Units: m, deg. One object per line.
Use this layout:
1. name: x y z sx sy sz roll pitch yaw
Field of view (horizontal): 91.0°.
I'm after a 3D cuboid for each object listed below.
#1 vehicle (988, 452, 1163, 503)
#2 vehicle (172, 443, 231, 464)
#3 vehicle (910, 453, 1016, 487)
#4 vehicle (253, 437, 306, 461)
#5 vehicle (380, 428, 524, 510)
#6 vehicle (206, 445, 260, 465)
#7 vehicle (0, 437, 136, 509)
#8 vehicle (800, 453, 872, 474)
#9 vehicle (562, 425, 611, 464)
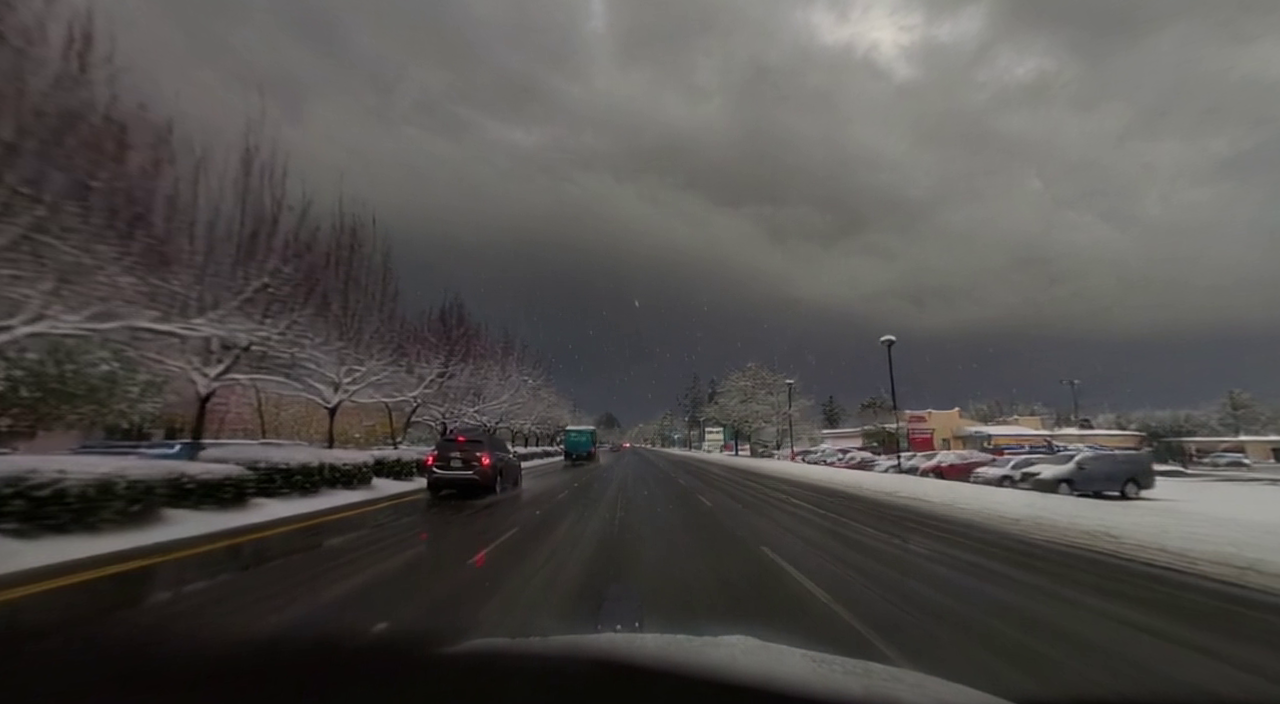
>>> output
1. vehicle: 16.718 4.823 24.415 5.041 1.803 2.182 -1 -9 2
2. vehicle: -34.366 7.965 49.473 1.804 1.562 3.847 2 -9 0
3. vehicle: 16.808 6.130 32.894 4.413 1.659 1.913 0 -9 -1
4. vehicle: -28.124 7.534 49.238 1.789 1.532 3.805 7 -7 0
5. vehicle: -4.276 2.732 15.147 2.109 1.672 4.256 0 -9 0
6. vehicle: -32.195 8.155 49.890 1.724 1.479 3.791 0 -9 -1
7. vehicle: -16.306 3.146 16.700 2.104 1.689 4.476 0 -9 0
8. vehicle: 14.887 8.489 47.994 4.788 1.464 2.083 -1 -10 0
9. vehicle: -3.648 6.543 44.583 2.917 2.524 6.990 0 -9 -1
